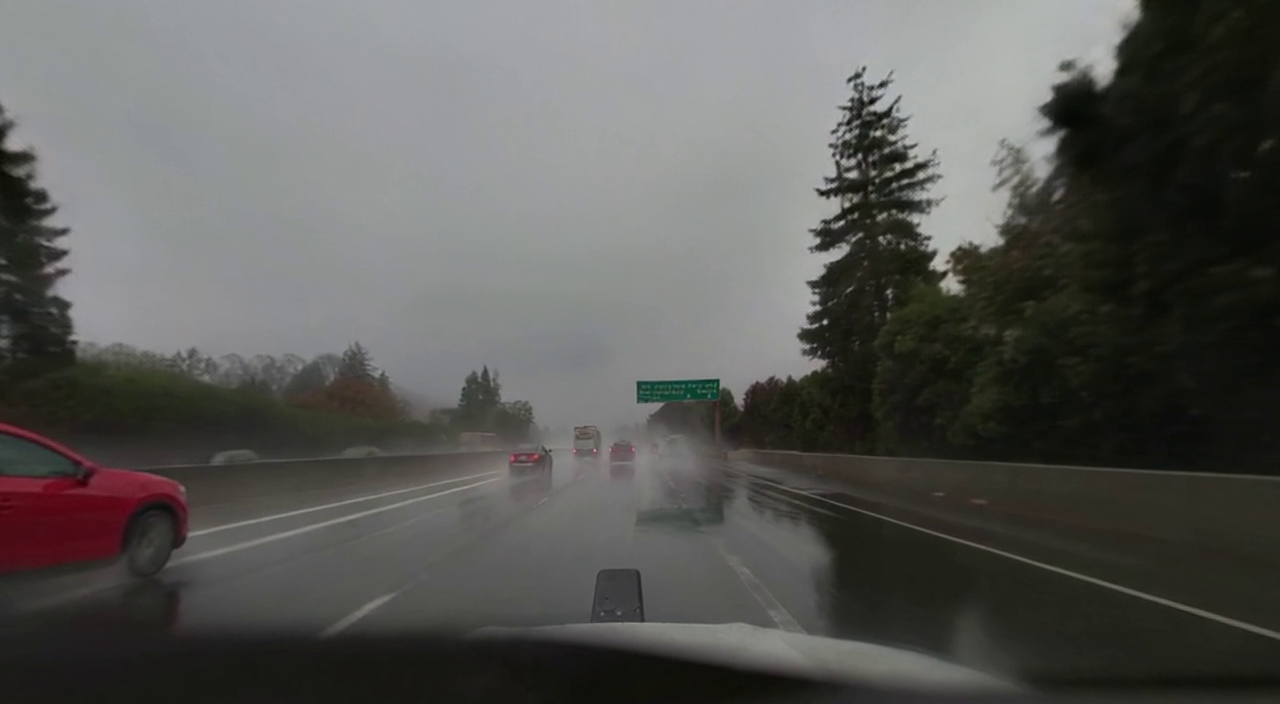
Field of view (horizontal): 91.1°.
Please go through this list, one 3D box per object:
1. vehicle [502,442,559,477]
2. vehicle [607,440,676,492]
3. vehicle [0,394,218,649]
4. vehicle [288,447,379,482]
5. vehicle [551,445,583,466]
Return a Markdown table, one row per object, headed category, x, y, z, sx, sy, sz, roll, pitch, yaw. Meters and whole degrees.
| category | x | y | z | sx | sy | sz | roll | pitch | yaw |
| --- | --- | --- | --- | --- | --- | --- | --- | --- | --- |
| vehicle | -5.019 | 4.977 | 29.350 | 1.892 | 1.481 | 4.180 | 0 | -9 | 0 |
| vehicle | 0.045 | 3.479 | 19.534 | 1.940 | 1.451 | 3.512 | 0 | -9 | 0 |
| vehicle | -5.157 | 1.090 | 3.990 | 2.058 | 1.626 | 4.118 | 0 | -9 | 0 |
| vehicle | -13.955 | 5.141 | 28.996 | 1.940 | 1.462 | 4.500 | 0 | -9 | 0 |
| vehicle | -5.189 | 7.403 | 45.251 | 1.814 | 1.417 | 3.860 | 0 | -9 | 1 |
